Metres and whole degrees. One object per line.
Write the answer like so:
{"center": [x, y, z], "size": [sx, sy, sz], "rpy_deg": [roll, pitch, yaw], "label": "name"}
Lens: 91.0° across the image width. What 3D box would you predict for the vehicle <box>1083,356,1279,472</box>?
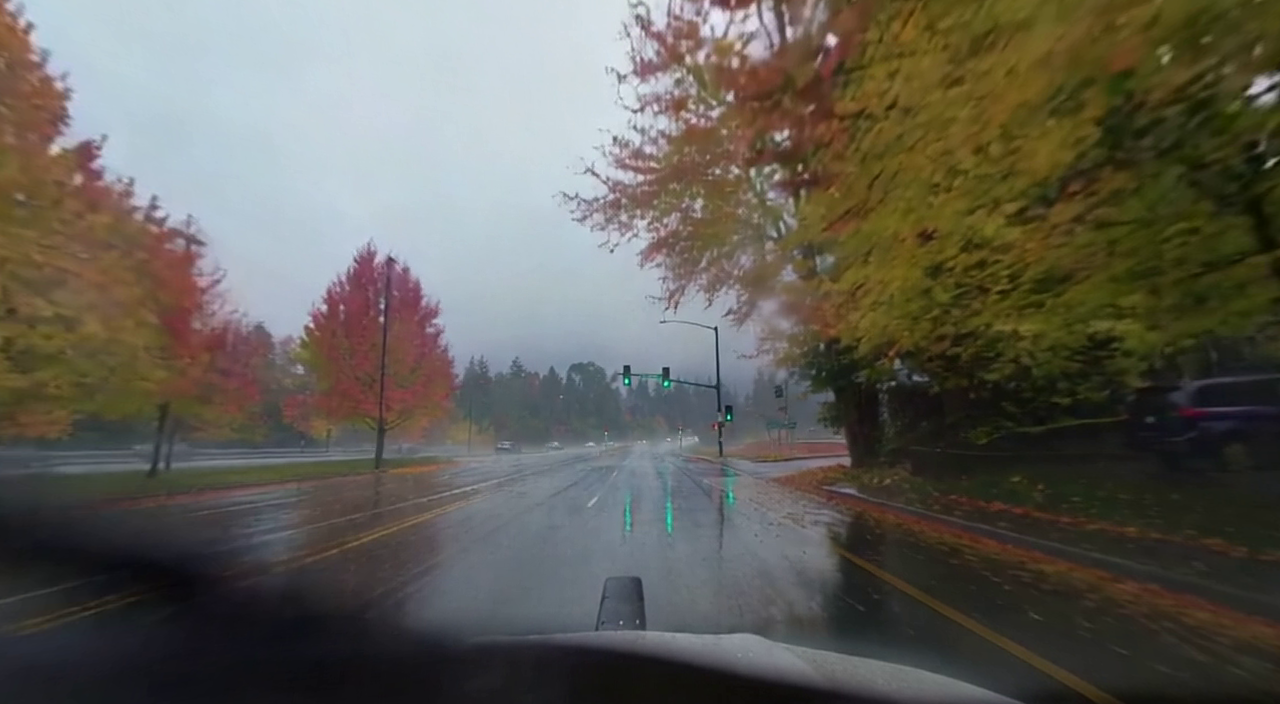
{"center": [11.209, 1.144, 11.072], "size": [5.208, 1.823, 2.155], "rpy_deg": [1, -9, -3], "label": "vehicle"}
